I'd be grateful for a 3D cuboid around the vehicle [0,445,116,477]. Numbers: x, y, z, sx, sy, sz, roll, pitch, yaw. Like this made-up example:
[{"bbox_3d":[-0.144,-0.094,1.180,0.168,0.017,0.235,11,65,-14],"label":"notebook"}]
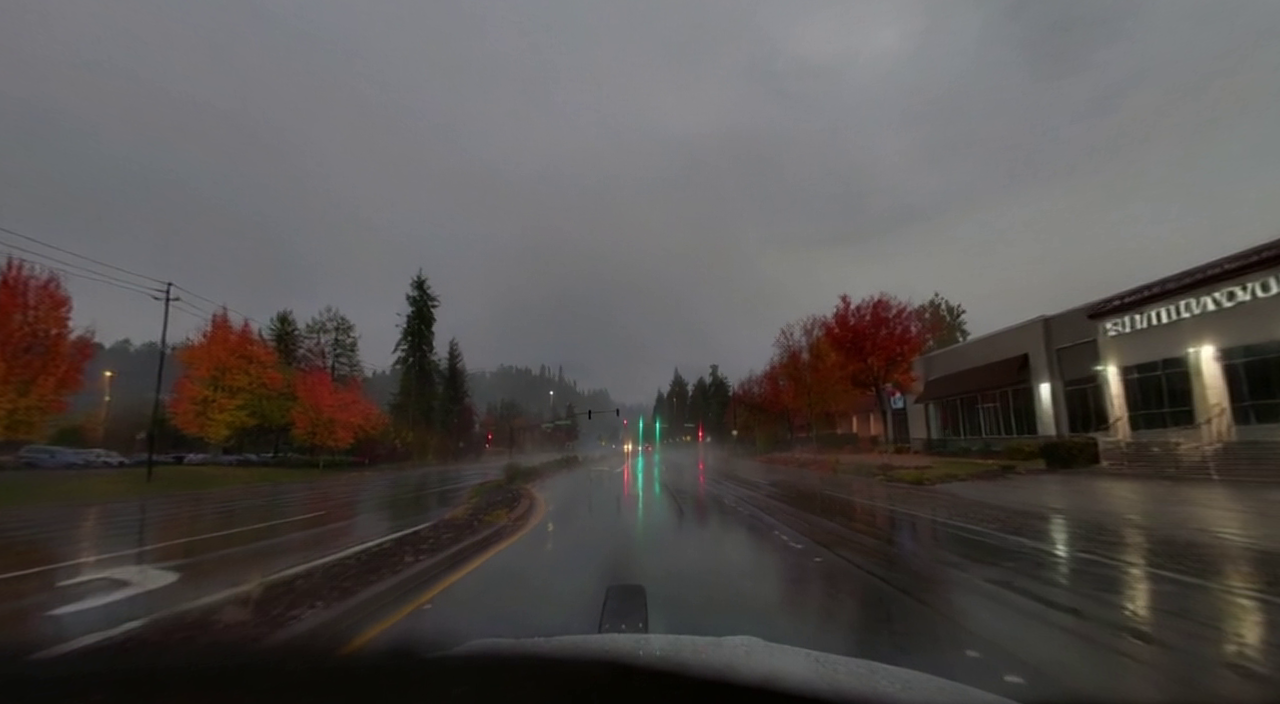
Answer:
[{"bbox_3d":[-30.603,5.686,32.763,4.706,1.457,1.999,3,-11,-5],"label":"vehicle"}]
